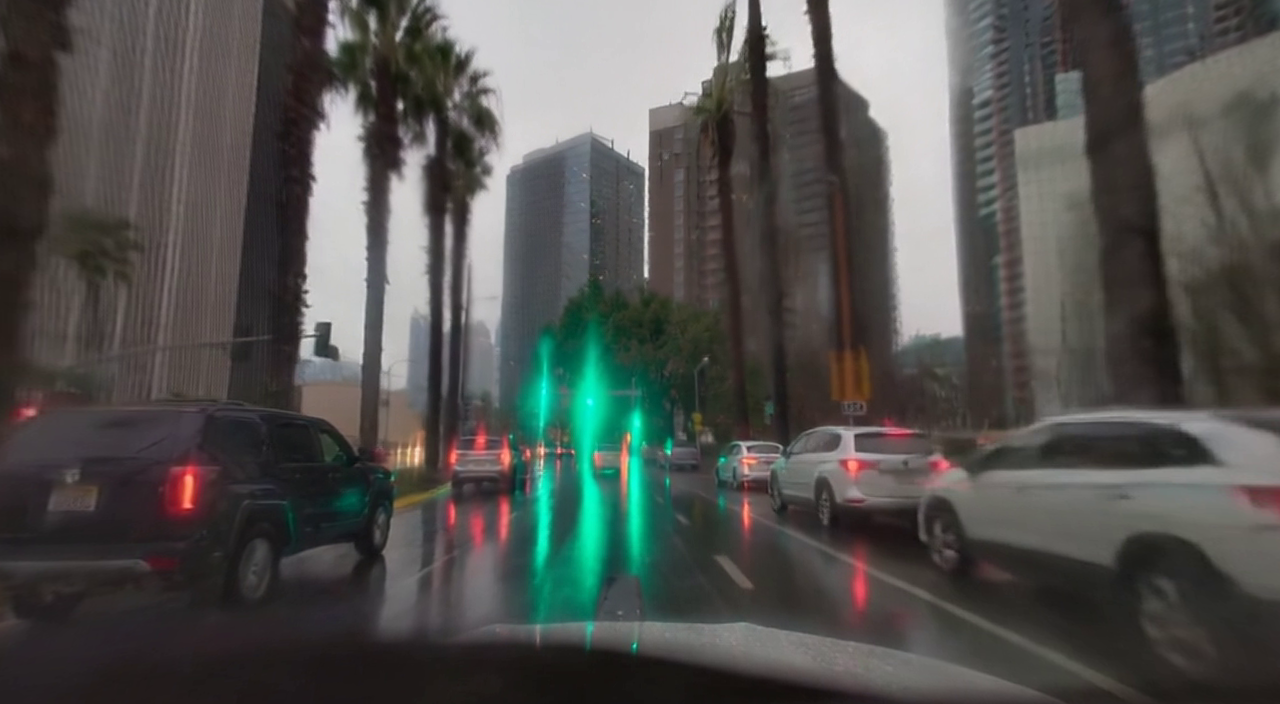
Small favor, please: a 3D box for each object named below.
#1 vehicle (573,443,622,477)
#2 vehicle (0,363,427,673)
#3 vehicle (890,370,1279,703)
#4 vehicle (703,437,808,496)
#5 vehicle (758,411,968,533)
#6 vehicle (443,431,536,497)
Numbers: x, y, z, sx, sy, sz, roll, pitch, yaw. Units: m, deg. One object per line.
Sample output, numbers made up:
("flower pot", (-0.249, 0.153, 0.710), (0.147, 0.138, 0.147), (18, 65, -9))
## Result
("vehicle", (-2.049, 4.975, 29.345), (2.036, 1.461, 3.890), (1, -9, -7))
("vehicle", (-3.616, 1.269, 5.836), (1.800, 1.797, 4.224), (0, -9, 0))
("vehicle", (4.098, 1.270, 5.406), (1.895, 1.663, 4.732), (0, -9, -1))
("vehicle", (3.300, 3.398, 19.089), (1.808, 1.526, 4.894), (1, -9, -6))
("vehicle", (3.823, 2.160, 11.884), (1.963, 1.802, 4.648), (1, -9, -4))
("vehicle", (-4.417, 3.349, 19.164), (2.014, 1.740, 4.392), (1, -9, -4))
